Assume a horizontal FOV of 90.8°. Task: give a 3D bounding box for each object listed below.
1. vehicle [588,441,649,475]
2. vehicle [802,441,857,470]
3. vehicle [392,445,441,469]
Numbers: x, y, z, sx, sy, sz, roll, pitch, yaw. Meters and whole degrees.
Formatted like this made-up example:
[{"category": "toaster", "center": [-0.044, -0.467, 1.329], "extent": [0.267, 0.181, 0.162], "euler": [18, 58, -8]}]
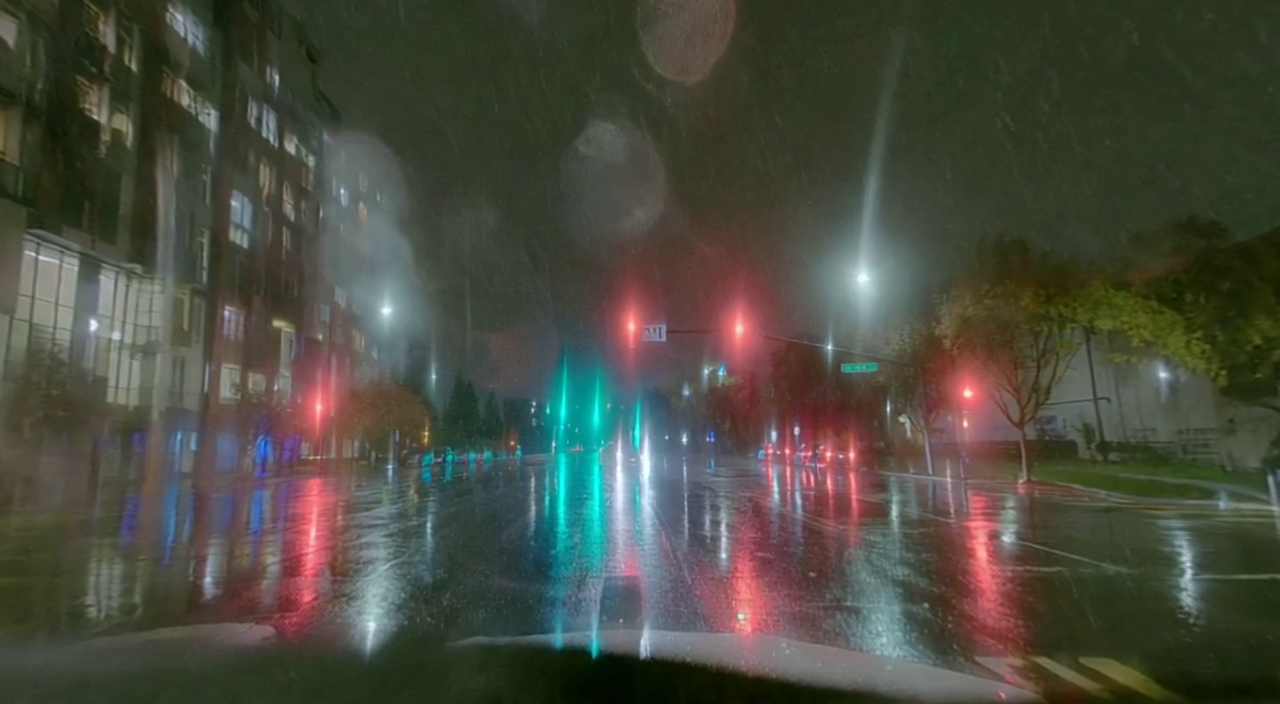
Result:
[{"category": "vehicle", "center": [-1.083, 4.908, 29.606], "extent": [1.933, 1.460, 4.683], "euler": [2, -9, -13]}, {"category": "vehicle", "center": [13.051, 7.126, 43.841], "extent": [2.181, 1.876, 4.723], "euler": [0, -8, -2]}, {"category": "vehicle", "center": [-16.485, 7.730, 46.763], "extent": [2.075, 1.708, 4.335], "euler": [0, -8, -1]}]
